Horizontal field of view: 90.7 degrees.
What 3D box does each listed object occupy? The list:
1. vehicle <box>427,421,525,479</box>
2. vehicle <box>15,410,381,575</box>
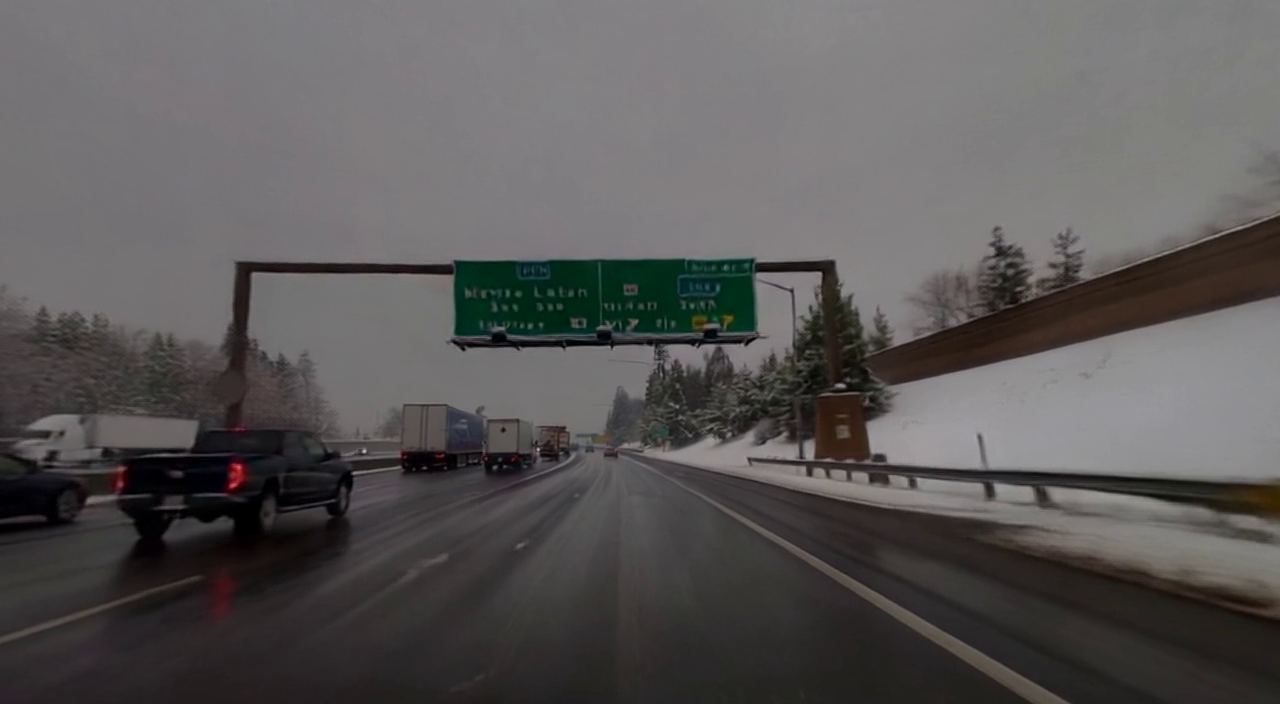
[{"bbox_3d":[-9.036,5.678,37.030,3.270,2.674,14.547,0,-8,-6],"label":"vehicle"},{"bbox_3d":[-5.986,1.944,9.735,2.093,1.785,5.303,0,-8,-4],"label":"vehicle"}]
